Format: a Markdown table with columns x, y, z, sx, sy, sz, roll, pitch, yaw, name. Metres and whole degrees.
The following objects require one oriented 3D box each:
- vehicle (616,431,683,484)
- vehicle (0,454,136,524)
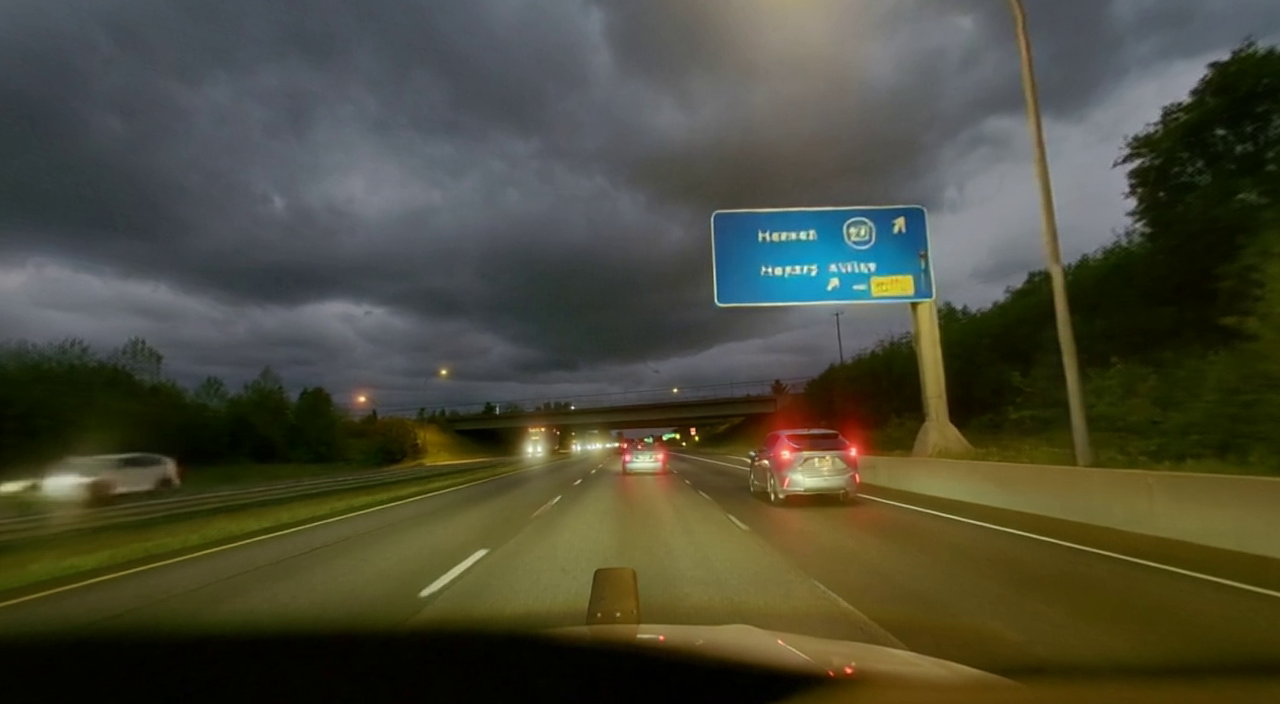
| x | y | z | sx | sy | sz | roll | pitch | yaw | name |
| --- | --- | --- | --- | --- | --- | --- | --- | --- | --- |
| 0.220 | 3.634 | 21.942 | 2.092 | 1.636 | 4.024 | 0 | -8 | -2 | vehicle |
| -14.974 | 3.254 | 15.210 | 1.876 | 1.450 | 4.551 | 0 | -8 | -1 | vehicle |
